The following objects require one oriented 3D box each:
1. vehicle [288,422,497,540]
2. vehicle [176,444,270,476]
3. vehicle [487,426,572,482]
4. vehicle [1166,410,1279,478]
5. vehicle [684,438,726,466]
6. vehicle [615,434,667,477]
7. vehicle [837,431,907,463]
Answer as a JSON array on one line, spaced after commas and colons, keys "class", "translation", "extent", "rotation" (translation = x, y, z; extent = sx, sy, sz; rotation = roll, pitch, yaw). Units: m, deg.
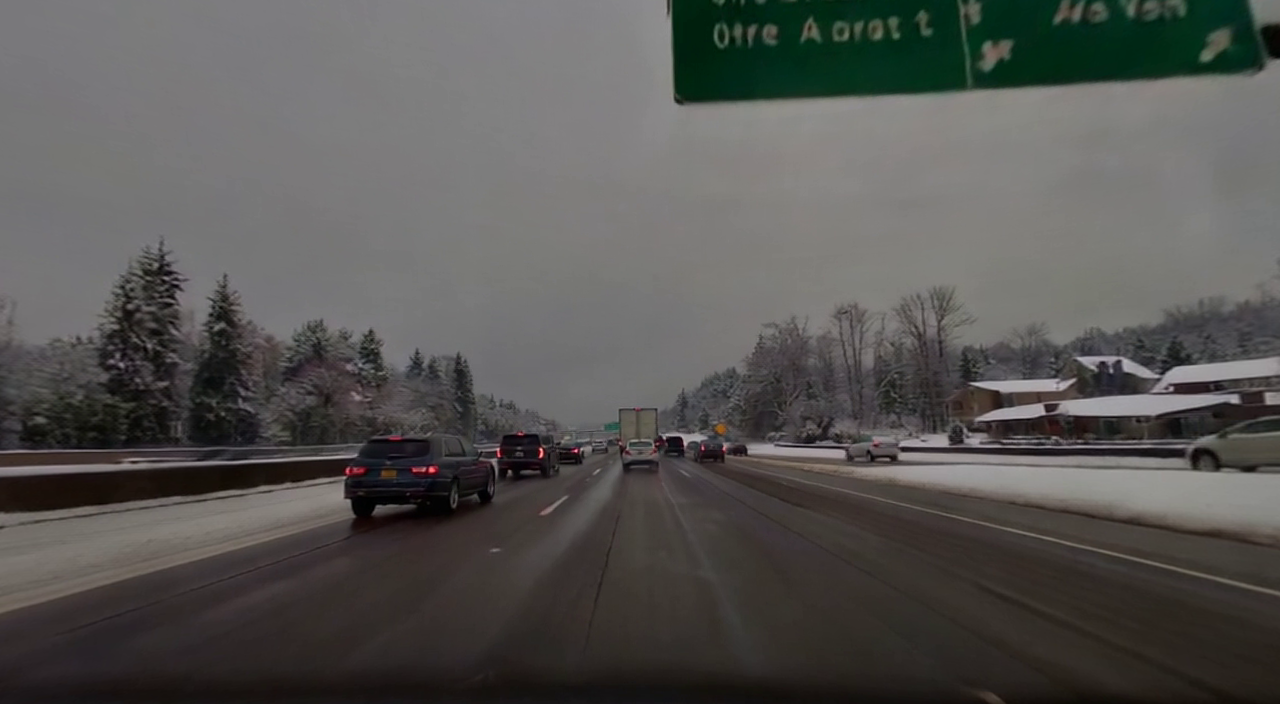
[{"class": "vehicle", "translation": [-3.989, 2.141, 11.065], "extent": [1.988, 1.668, 4.021], "rotation": [0, -9, 0]}, {"class": "vehicle", "translation": [-25.125, 6.505, 38.323], "extent": [2.231, 1.768, 4.901], "rotation": [0, -9, 3]}, {"class": "vehicle", "translation": [-4.169, 3.994, 24.860], "extent": [2.301, 1.944, 5.482], "rotation": [0, -9, 1]}, {"class": "vehicle", "translation": [15.112, 2.074, 14.277], "extent": [1.905, 1.490, 4.826], "rotation": [1, -9, -7]}, {"class": "vehicle", "translation": [3.846, 5.991, 38.007], "extent": [2.027, 1.554, 4.252], "rotation": [0, -9, -1]}, {"class": "vehicle", "translation": [0.055, 4.436, 27.305], "extent": [2.063, 1.703, 4.203], "rotation": [0, -9, 0]}, {"class": "vehicle", "translation": [13.085, 5.412, 35.879], "extent": [2.048, 1.674, 4.106], "rotation": [1, -9, -6]}]
